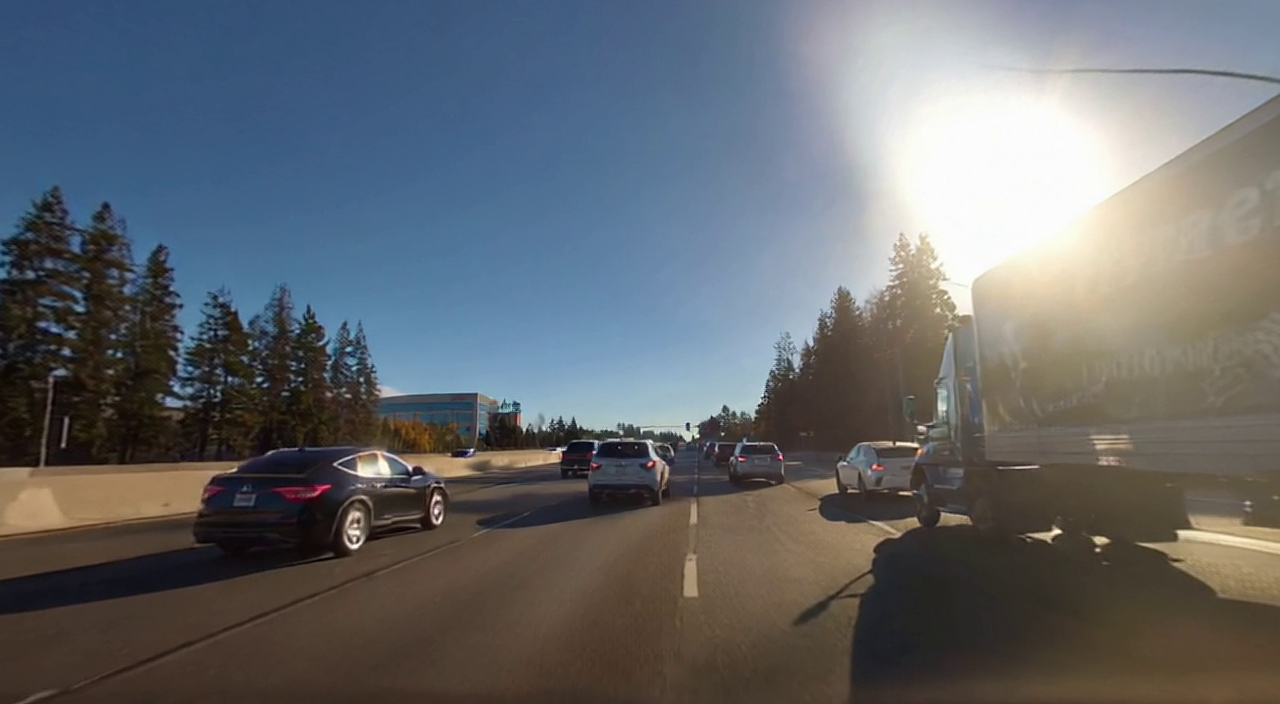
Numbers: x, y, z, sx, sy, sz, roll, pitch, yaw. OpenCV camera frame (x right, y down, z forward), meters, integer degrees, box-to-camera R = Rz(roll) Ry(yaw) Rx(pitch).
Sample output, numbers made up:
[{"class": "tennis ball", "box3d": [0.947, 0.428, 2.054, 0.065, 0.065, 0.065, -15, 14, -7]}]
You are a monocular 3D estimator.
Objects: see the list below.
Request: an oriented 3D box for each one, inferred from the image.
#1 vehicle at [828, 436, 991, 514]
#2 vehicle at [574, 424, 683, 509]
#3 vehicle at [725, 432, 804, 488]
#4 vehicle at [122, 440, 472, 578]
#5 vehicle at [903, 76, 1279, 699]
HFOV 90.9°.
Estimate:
[{"class": "vehicle", "box3d": [5.817, 2.678, 14.321, 2.053, 1.473, 4.383, -1, -8, 4]}, {"class": "vehicle", "box3d": [-0.112, 2.813, 15.966, 2.153, 1.805, 4.631, -1, -8, 6]}, {"class": "vehicle", "box3d": [4.146, 3.690, 21.824, 2.156, 1.701, 4.494, -1, -8, 5]}, {"class": "vehicle", "box3d": [-4.404, 2.051, 9.331, 1.965, 1.443, 4.968, -2, -8, 7]}, {"class": "vehicle", "box3d": [4.926, 0.323, 4.222, 2.987, 3.212, 9.311, -1, -8, 5]}]
